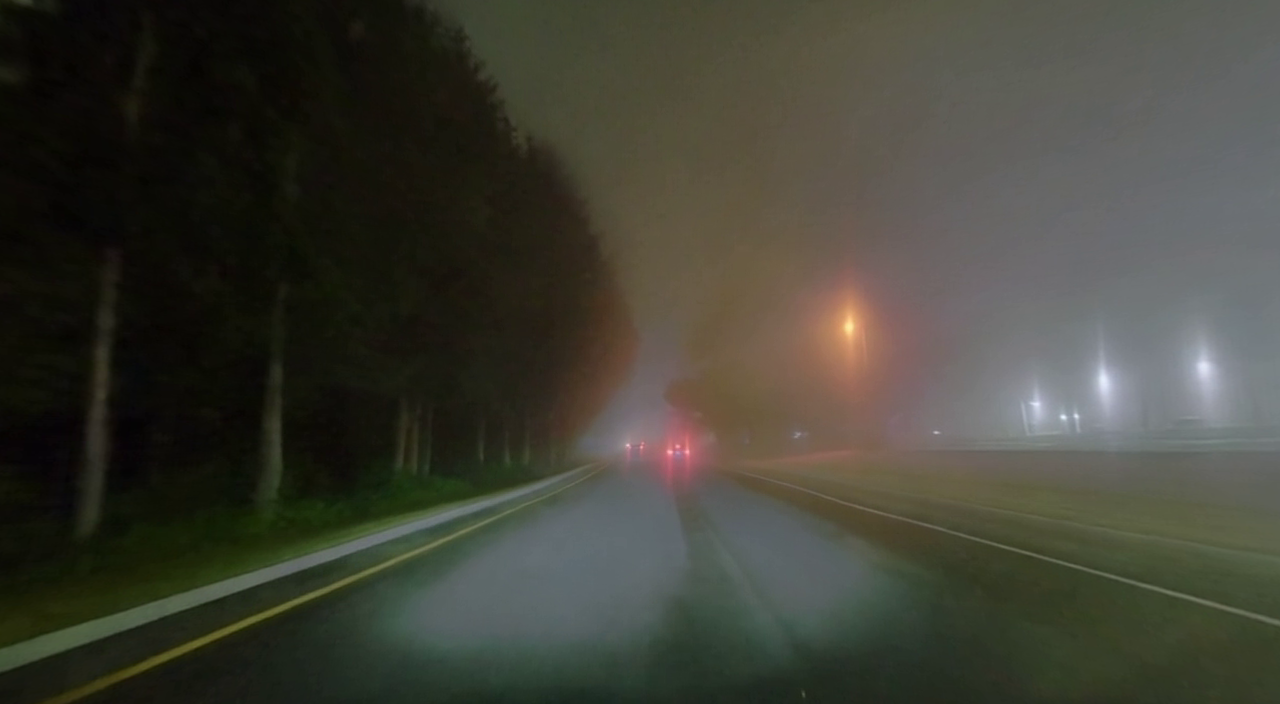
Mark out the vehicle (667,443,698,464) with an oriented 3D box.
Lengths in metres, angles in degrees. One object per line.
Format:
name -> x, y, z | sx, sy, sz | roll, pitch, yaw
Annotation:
vehicle -> 3.146, 7.667, 47.747 | 1.925, 1.488, 4.271 | 0, -8, -1
